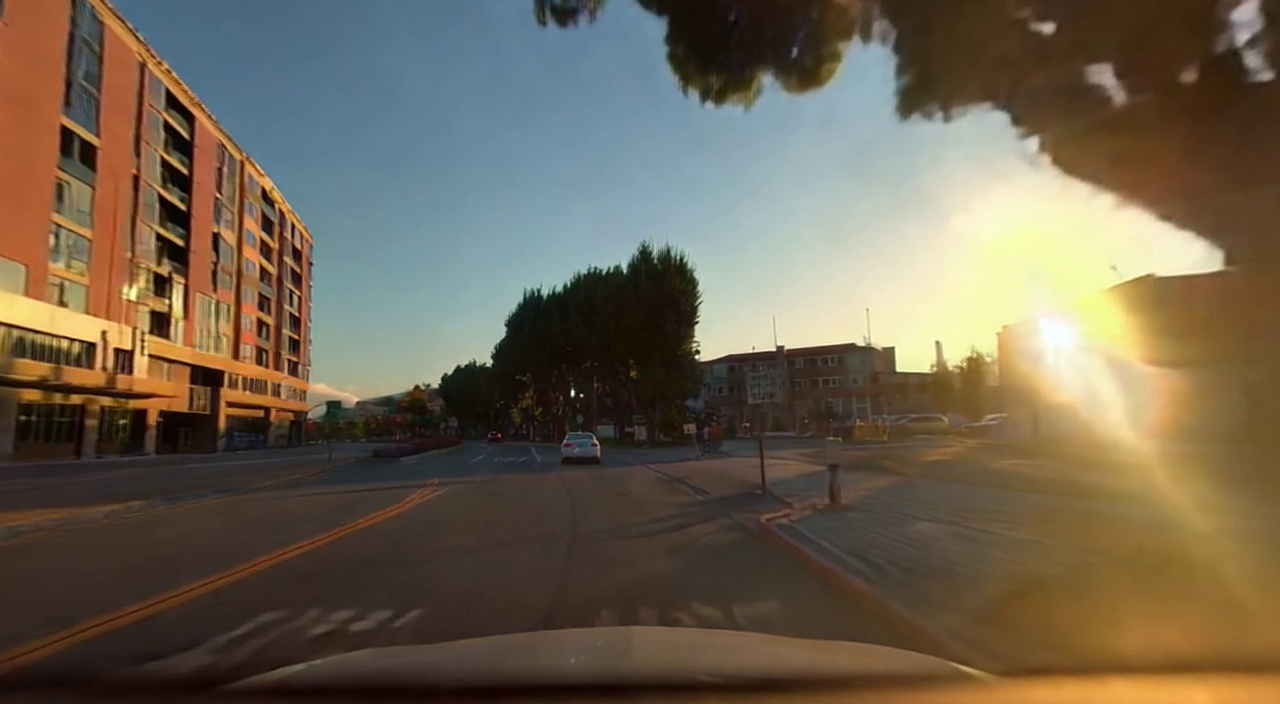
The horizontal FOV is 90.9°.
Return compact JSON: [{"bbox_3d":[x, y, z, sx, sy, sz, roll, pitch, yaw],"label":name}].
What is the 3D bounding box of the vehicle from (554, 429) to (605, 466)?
[{"bbox_3d":[-2.936,4.485,29.847,2.231,1.572,4.227,1,-8,-7],"label":"vehicle"}]
